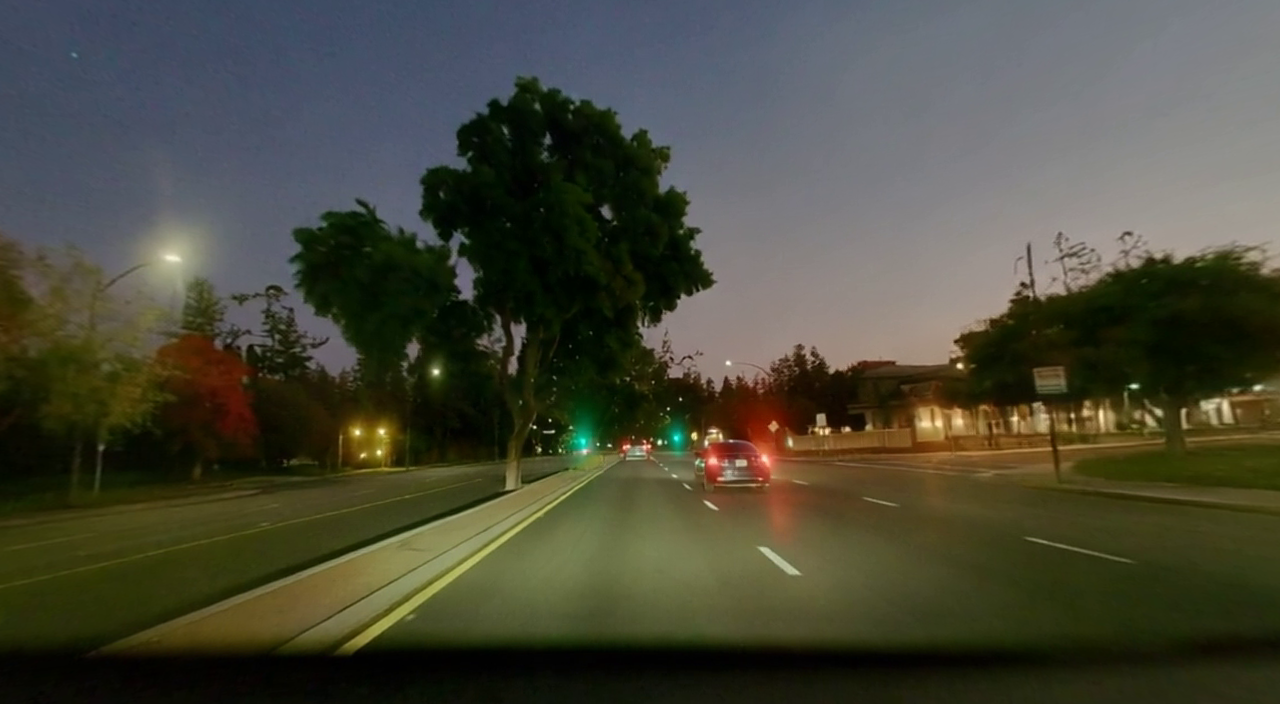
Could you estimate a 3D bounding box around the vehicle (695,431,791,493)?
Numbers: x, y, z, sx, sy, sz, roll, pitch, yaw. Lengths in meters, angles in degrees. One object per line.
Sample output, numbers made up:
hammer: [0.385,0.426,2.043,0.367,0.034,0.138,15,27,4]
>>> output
vehicle: [2.932,3.253,19.103,1.995,1.616,4.729,0,-8,-1]
